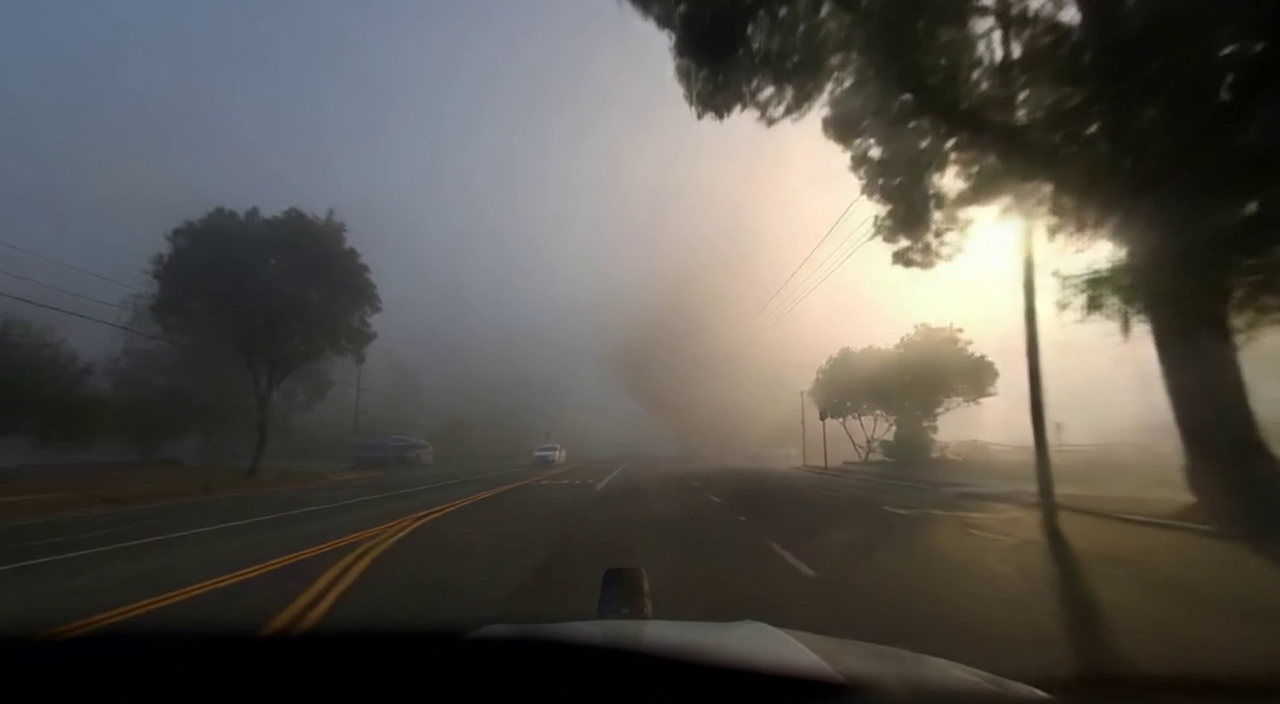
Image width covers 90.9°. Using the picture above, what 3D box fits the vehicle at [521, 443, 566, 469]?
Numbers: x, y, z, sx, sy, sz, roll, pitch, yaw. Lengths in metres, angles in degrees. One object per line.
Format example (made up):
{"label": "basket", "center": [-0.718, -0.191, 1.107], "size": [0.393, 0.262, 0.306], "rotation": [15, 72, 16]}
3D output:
{"label": "vehicle", "center": [-6.253, 6.794, 41.518], "size": [2.163, 1.588, 4.509], "rotation": [-1, -8, 1]}
